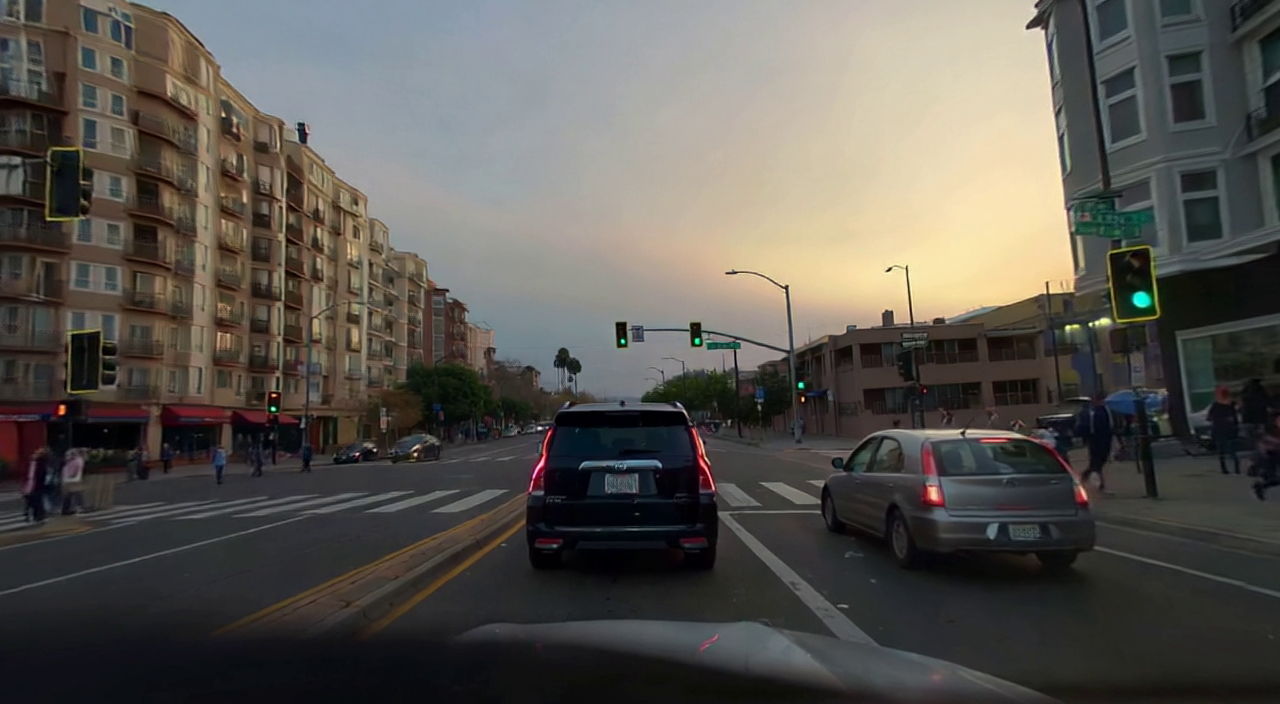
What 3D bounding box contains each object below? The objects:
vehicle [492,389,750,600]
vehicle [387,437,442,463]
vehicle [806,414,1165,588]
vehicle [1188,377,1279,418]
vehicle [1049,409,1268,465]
[{"bbox_3d":[-0.151,1.508,7.475,2.168,1.776,4.135,0,-8,0],"label":"vehicle"},{"bbox_3d":[-16.114,7.018,45.353,2.132,1.710,4.504,0,-8,2],"label":"vehicle"},{"bbox_3d":[3.696,1.672,7.979,1.987,1.538,4.510,0,-8,0],"label":"vehicle"},{"bbox_3d":[26.562,1.979,27.154,4.287,1.639,1.729,0,-8,1],"label":"vehicle"},{"bbox_3d":[14.267,2.378,17.601,4.354,1.466,1.863,0,-8,2],"label":"vehicle"}]
